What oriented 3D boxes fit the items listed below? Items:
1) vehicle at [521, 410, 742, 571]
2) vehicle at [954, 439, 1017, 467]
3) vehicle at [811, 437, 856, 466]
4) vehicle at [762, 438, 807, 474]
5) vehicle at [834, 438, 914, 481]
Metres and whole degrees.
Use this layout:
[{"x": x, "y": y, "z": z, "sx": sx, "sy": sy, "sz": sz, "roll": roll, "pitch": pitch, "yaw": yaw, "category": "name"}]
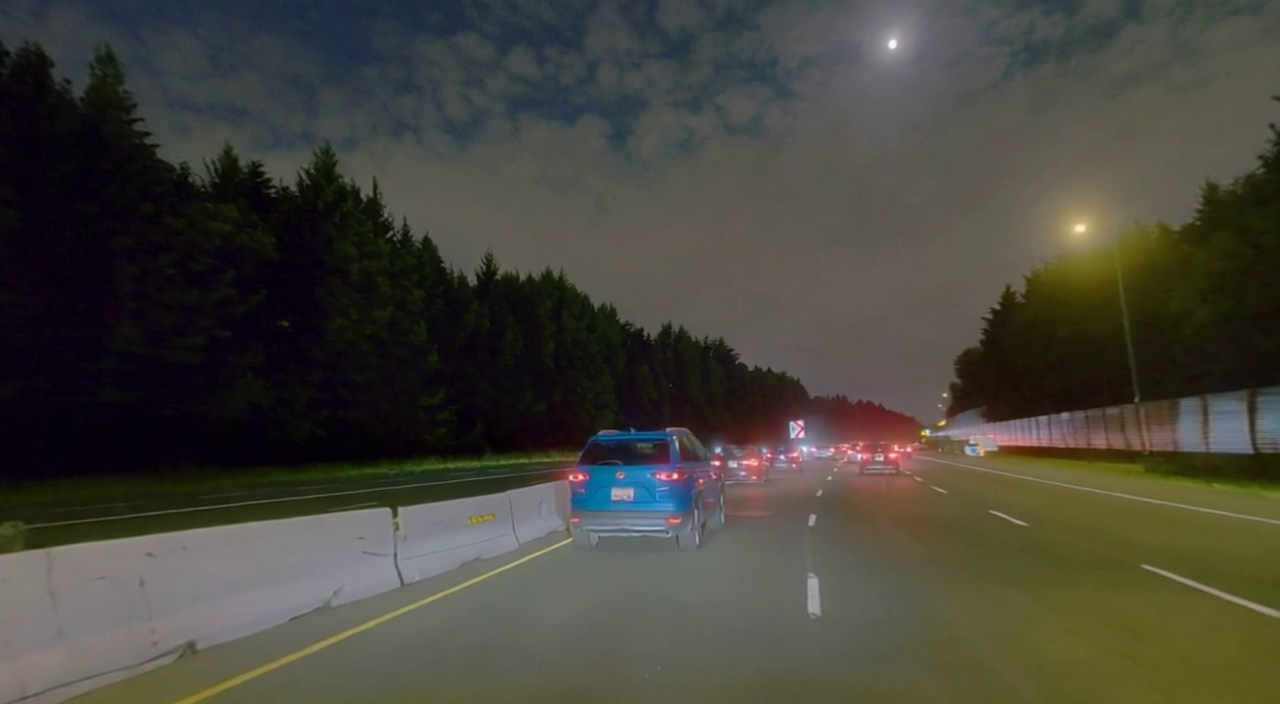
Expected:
[{"x": 0.182, "y": 1.740, "z": 8.741, "sx": 2.021, "sy": 1.635, "sz": 4.085, "roll": -2, "pitch": -8, "yaw": 14, "category": "vehicle"}, {"x": 19.757, "y": 5.741, "z": 36.157, "sx": 1.990, "sy": 1.478, "sz": 4.475, "roll": -2, "pitch": -8, "yaw": 14, "category": "vehicle"}, {"x": 11.317, "y": 5.825, "z": 37.097, "sx": 1.857, "sy": 1.584, "sz": 3.976, "roll": -1, "pitch": -8, "yaw": 7, "category": "vehicle"}, {"x": 6.339, "y": 4.545, "z": 27.685, "sx": 1.755, "sy": 1.457, "sz": 3.686, "roll": -2, "pitch": -8, "yaw": 13, "category": "vehicle"}, {"x": 8.594, "y": 3.953, "z": 23.501, "sx": 1.962, "sy": 1.442, "sz": 4.536, "roll": -1, "pitch": -8, "yaw": 10, "category": "vehicle"}]
